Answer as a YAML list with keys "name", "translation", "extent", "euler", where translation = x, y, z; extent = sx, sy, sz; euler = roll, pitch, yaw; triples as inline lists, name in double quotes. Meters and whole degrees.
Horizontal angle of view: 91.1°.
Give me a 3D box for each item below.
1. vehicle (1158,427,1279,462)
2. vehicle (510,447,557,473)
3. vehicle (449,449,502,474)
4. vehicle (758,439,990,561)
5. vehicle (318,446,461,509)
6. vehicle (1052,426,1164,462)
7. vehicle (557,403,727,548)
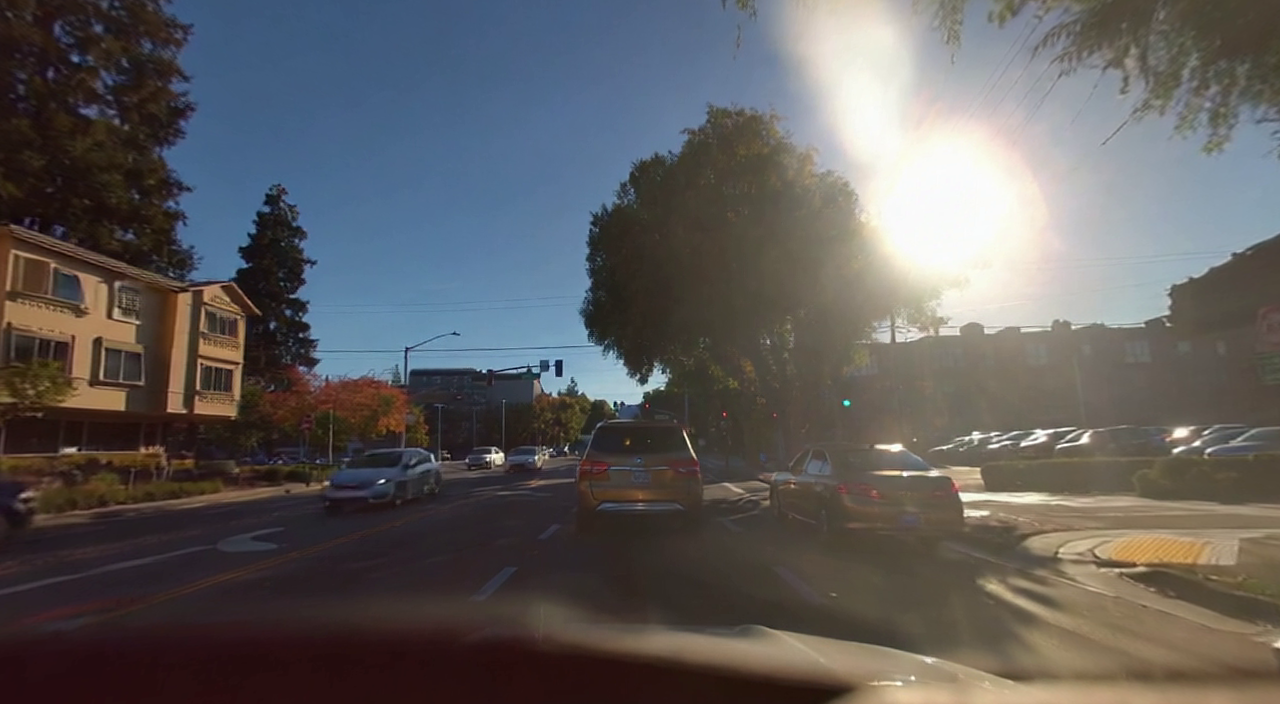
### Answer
- name: "vehicle"
  translation: [25.846, 4.080, 27.594]
  extent: [4.420, 1.469, 1.807]
  euler: [0, -8, 0]
- name: "vehicle"
  translation: [-6.509, 6.662, 38.860]
  extent: [2.054, 1.478, 4.584]
  euler: [0, -8, 1]
- name: "vehicle"
  translation: [-10.834, 7.245, 41.789]
  extent: [2.206, 1.544, 4.740]
  euler: [0, -8, 0]
- name: "vehicle"
  translation: [3.327, 2.164, 10.048]
  extent: [1.900, 1.478, 4.425]
  euler: [0, -8, -2]
- name: "vehicle"
  translation: [-6.638, 3.341, 17.324]
  extent: [1.981, 1.478, 4.701]
  euler: [0, -8, 0]
- name: "vehicle"
  translation: [26.544, 5.233, 35.728]
  extent: [4.704, 1.919, 2.130]
  euler: [0, -8, -3]
- name: "vehicle"
  translation: [-0.003, 1.973, 10.662]
  extent: [2.296, 1.947, 4.168]
  euler: [0, -8, -1]
